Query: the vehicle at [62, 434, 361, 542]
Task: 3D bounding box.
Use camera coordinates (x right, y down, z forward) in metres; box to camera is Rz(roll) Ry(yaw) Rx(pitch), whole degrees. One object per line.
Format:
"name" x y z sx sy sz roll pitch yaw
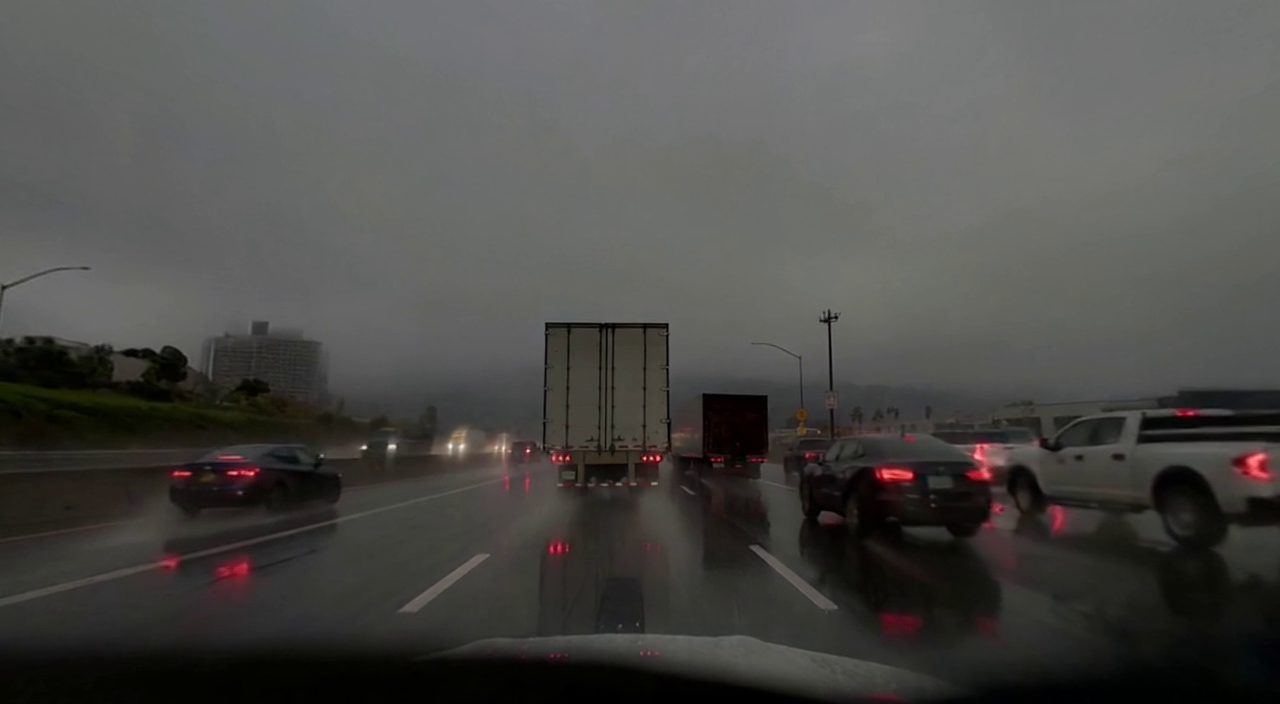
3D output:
"vehicle" -7.030 2.262 11.232 1.973 1.471 4.779 0 -9 0

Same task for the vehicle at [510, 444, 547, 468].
"vehicle" -8.444 7.920 48.186 2.088 1.726 4.545 0 -9 -2

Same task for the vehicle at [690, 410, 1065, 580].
"vehicle" 3.334 2.776 14.730 2.869 1.940 14.755 0 -9 -1

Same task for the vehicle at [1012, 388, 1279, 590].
"vehicle" 7.058 1.568 7.775 2.070 1.888 4.546 0 -9 -1

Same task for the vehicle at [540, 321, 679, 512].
"vehicle" -0.684 2.145 18.766 2.906 4.040 10.743 0 -9 0

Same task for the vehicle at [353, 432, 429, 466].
"vehicle" -13.614 5.347 34.946 2.050 1.703 5.398 0 -9 -1
